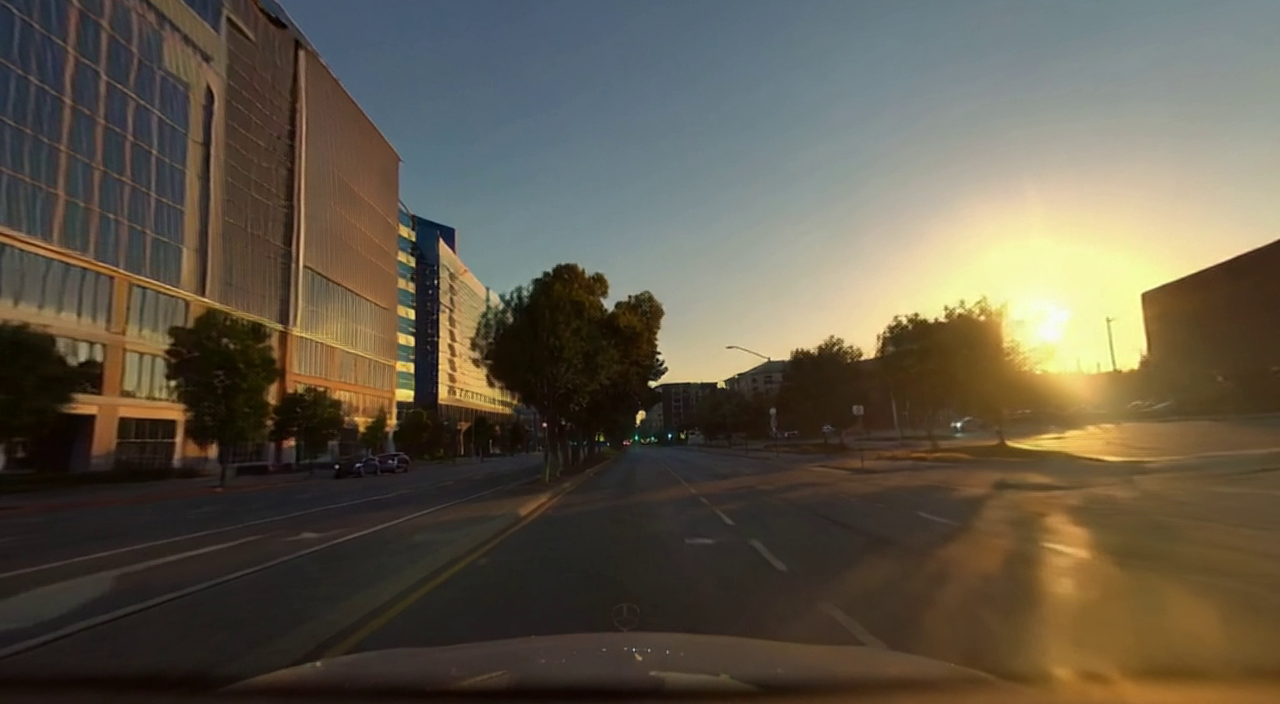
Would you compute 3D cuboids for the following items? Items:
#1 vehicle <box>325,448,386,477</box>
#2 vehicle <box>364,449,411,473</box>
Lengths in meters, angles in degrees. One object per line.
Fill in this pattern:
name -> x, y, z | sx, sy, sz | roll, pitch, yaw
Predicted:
vehicle -> -19.509, 7.553, 43.576 | 2.255, 1.848, 4.617 | 0, -8, -2
vehicle -> -19.679, 8.523, 49.450 | 1.965, 1.665, 4.577 | -2, -9, -2
